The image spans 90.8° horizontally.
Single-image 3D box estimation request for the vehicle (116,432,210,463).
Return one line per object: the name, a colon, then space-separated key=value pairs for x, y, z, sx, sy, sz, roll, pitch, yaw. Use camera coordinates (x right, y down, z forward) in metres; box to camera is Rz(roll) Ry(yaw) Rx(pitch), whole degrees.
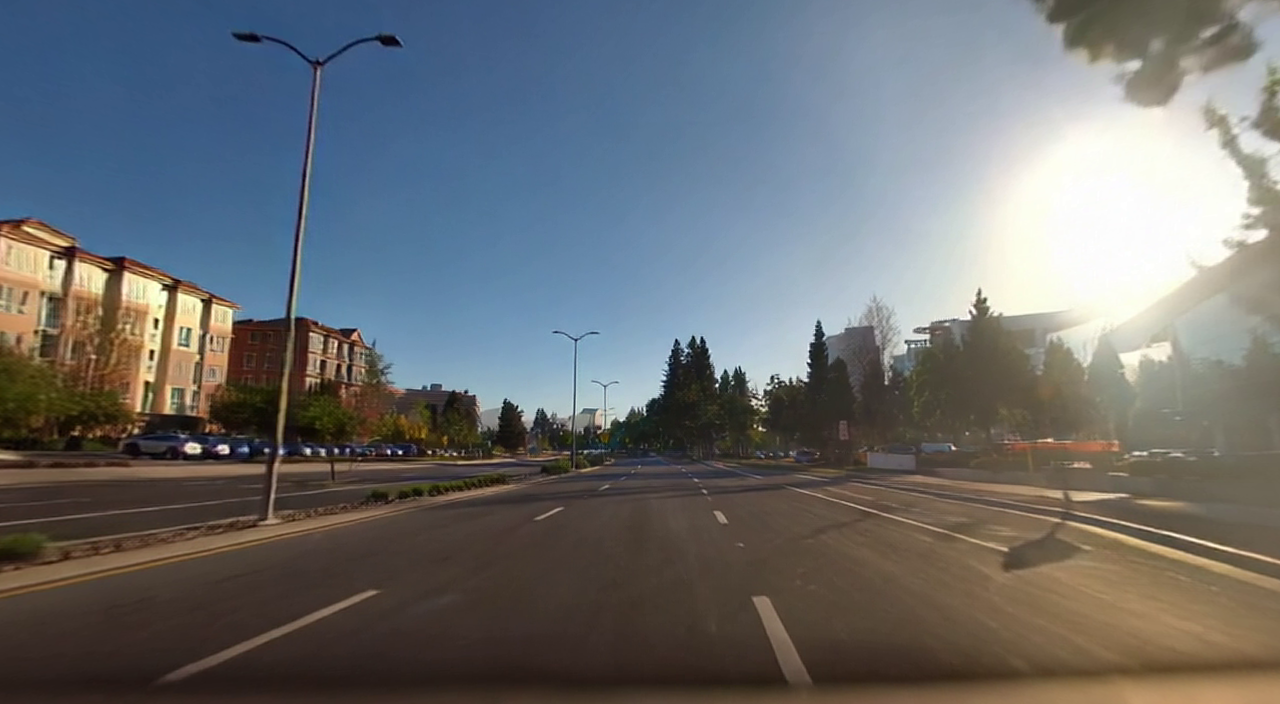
vehicle: x=-32.650 y=6.543 z=43.397 sx=4.579 sy=1.962 sz=2.161 roll=1 pitch=-9 yaw=-16
